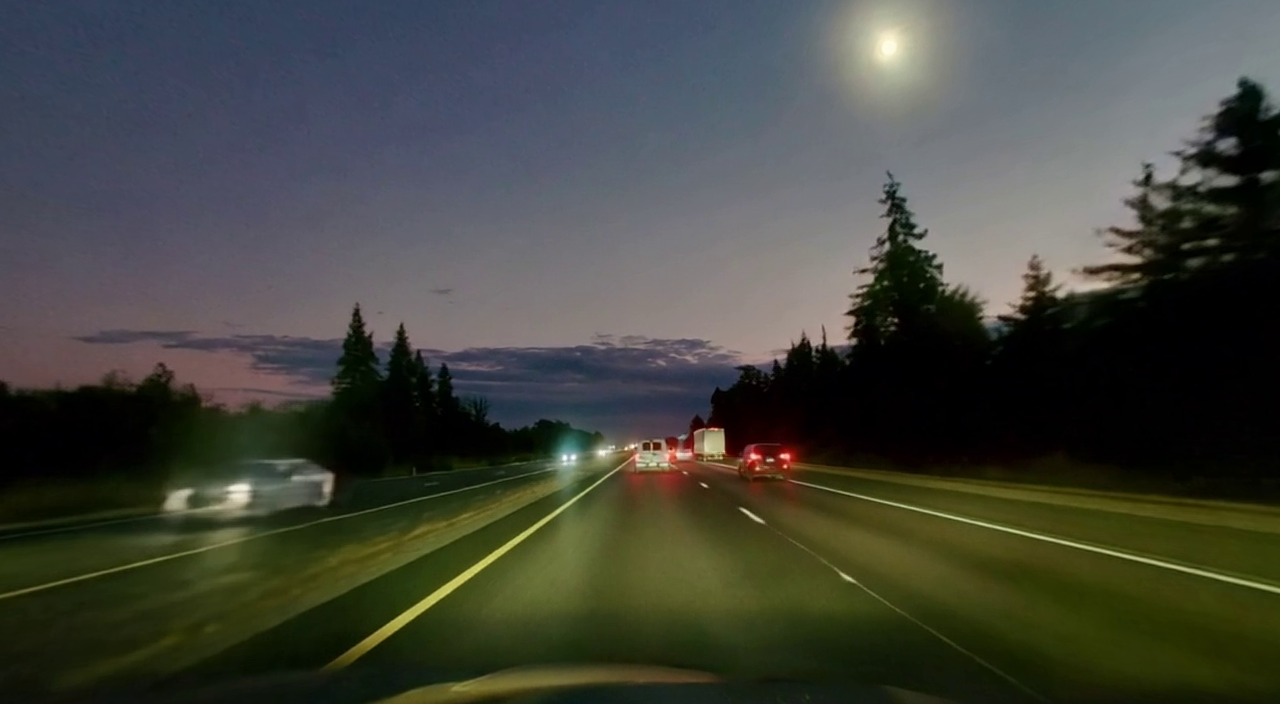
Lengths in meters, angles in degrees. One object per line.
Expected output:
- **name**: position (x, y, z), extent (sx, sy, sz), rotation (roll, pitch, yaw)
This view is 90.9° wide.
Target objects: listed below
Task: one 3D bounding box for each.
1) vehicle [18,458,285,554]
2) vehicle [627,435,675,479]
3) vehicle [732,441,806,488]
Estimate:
- **vehicle**: position (-9.429, 2.950, 12.785), extent (1.827, 1.488, 4.455), rotation (0, -9, 0)
- **vehicle**: position (0.501, 5.024, 30.285), extent (2.143, 1.925, 4.101), rotation (0, -9, 0)
- **vehicle**: position (4.610, 4.053, 23.067), extent (1.868, 1.566, 3.509), rotation (0, -9, -1)
